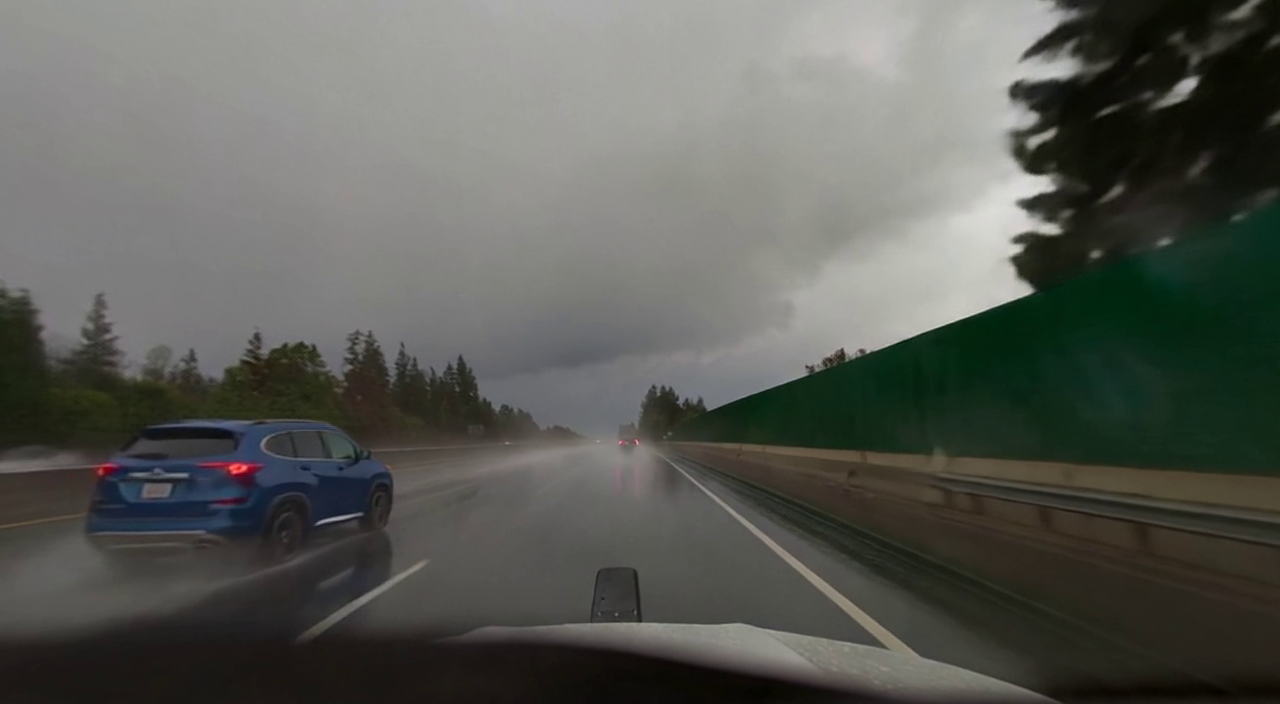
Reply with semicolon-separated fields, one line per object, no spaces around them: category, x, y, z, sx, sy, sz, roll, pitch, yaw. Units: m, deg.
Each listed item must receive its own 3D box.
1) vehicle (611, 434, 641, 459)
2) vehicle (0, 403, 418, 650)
vehicle;-0.887;5.982;40.092;1.836;1.450;3.519;0;-8;-1
vehicle;-4.158;1.409;6.404;2.072;1.545;4.767;0;-8;0
